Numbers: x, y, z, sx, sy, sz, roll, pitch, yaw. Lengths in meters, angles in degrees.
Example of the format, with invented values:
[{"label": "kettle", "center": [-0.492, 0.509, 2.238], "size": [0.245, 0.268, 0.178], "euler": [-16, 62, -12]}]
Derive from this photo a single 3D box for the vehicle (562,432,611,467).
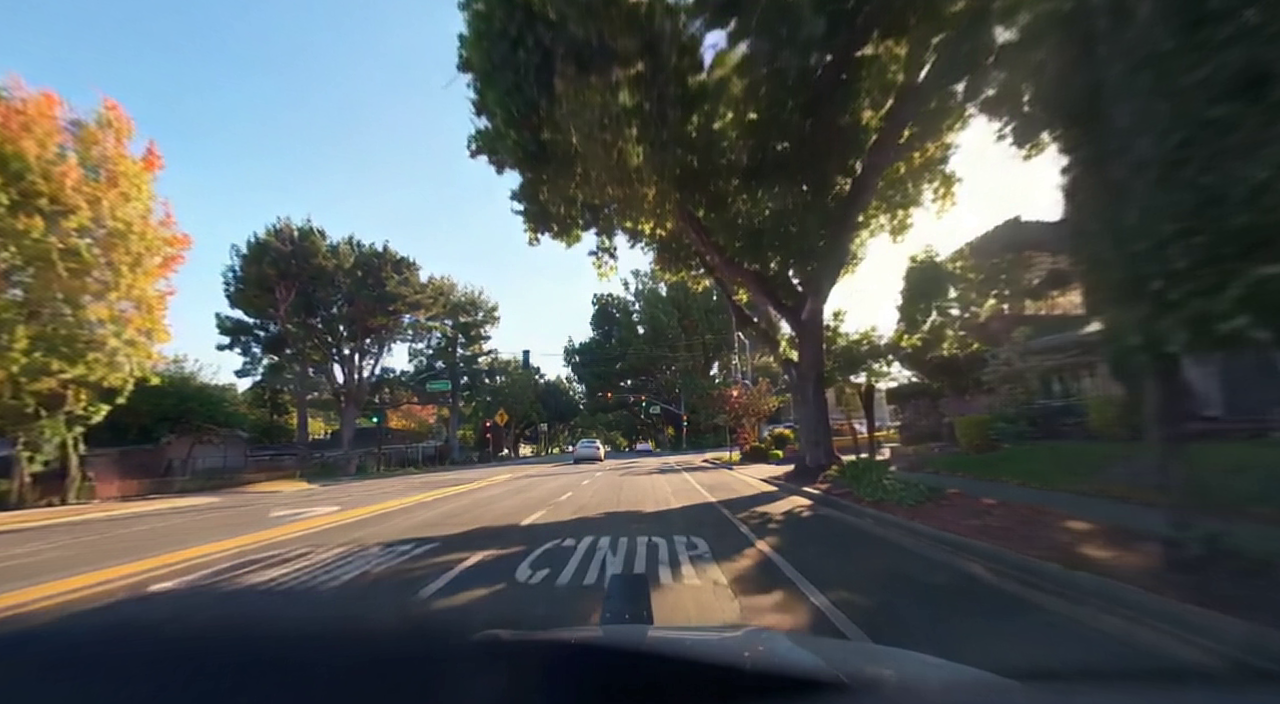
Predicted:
[{"label": "vehicle", "center": [-2.747, 5.130, 33.410], "size": [2.084, 1.701, 4.734], "euler": [0, -8, 1]}]
